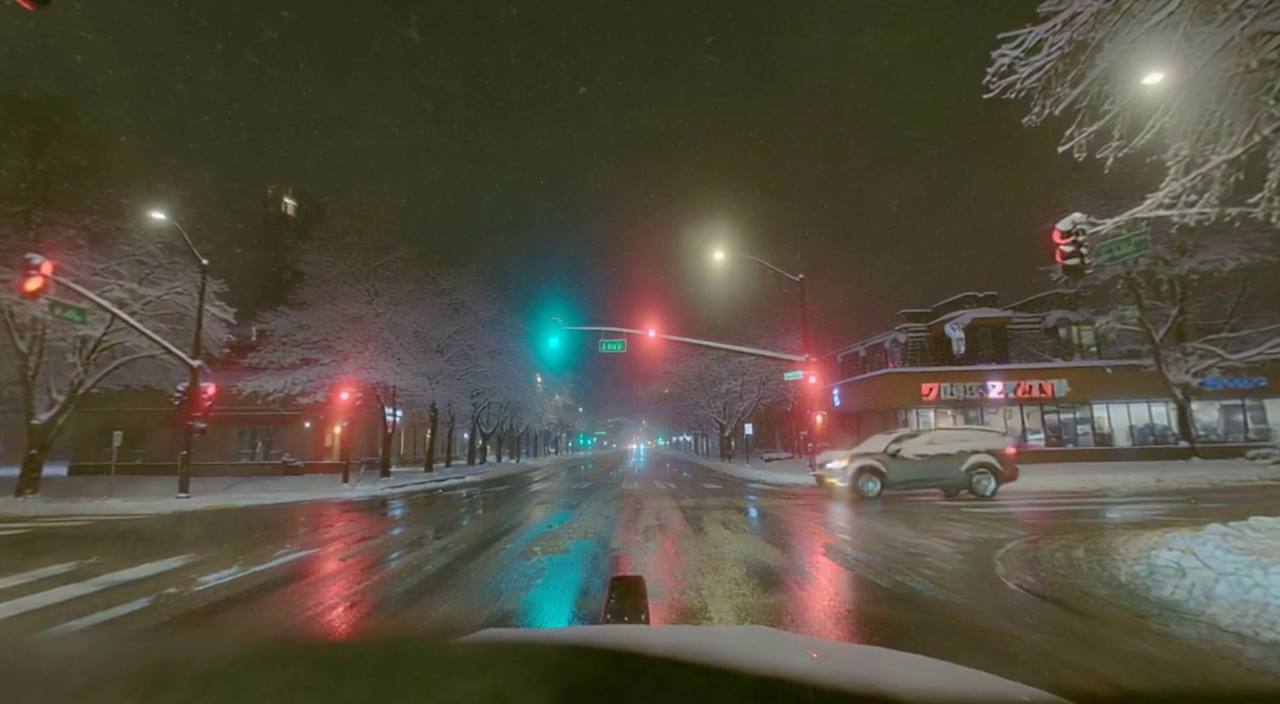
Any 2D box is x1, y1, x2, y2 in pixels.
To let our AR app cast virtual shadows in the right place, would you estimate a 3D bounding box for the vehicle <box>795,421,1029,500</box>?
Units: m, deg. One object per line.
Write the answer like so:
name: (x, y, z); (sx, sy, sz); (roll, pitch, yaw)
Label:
vehicle: (6.518, 2.658, 15.603); (4.836, 1.795, 1.957); (0, -8, 1)
